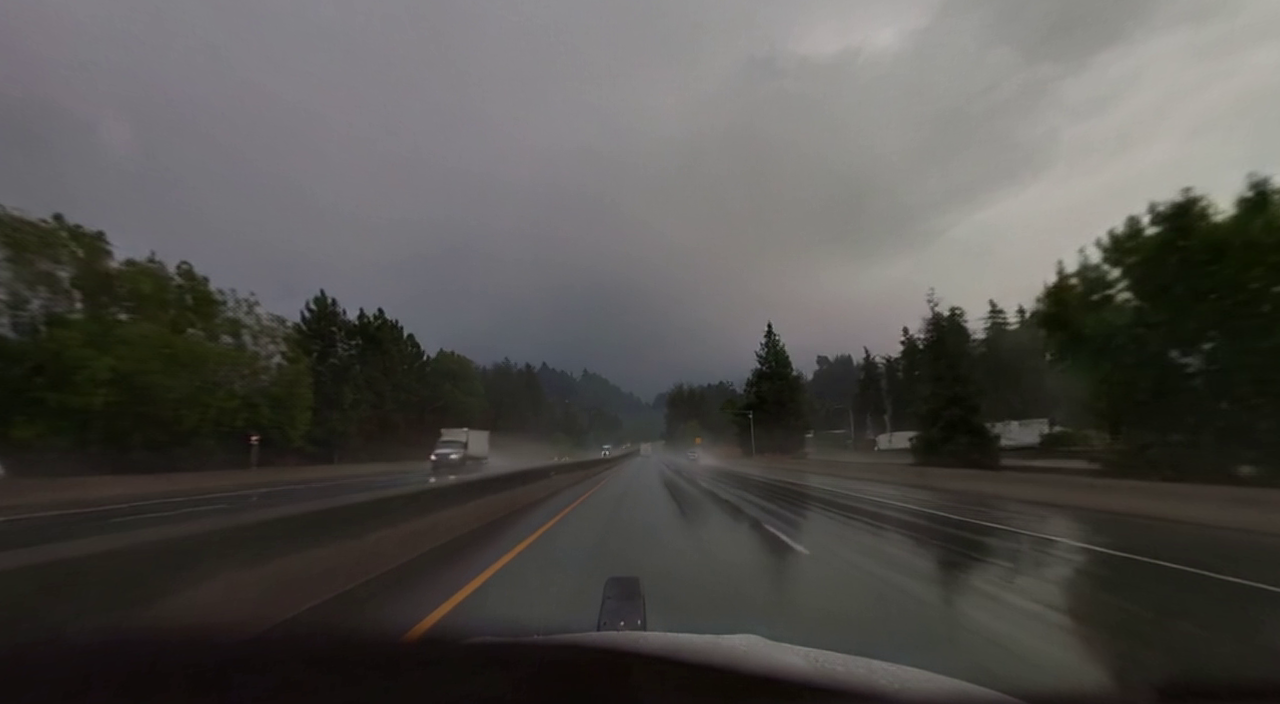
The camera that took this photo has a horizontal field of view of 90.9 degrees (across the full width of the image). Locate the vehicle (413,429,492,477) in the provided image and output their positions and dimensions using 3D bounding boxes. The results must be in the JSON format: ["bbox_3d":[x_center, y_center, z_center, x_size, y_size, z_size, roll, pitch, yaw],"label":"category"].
[{"bbox_3d":[-12.365,6.753,42.279,2.901,2.963,6.971,0,-9,2],"label":"vehicle"}]
